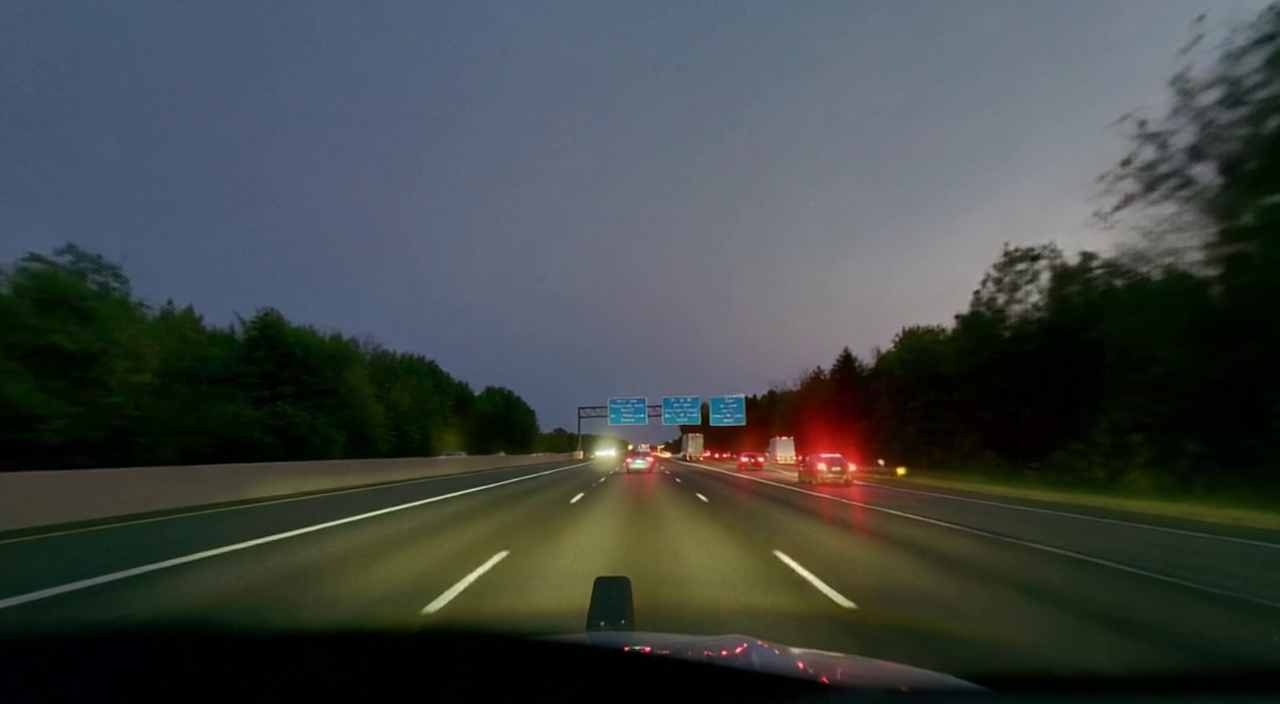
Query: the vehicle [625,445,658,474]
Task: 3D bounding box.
[{"bbox_3d":[0.104,7.253,42.705,2.167,1.847,4.097,0,-9,0],"label":"vehicle"}]
